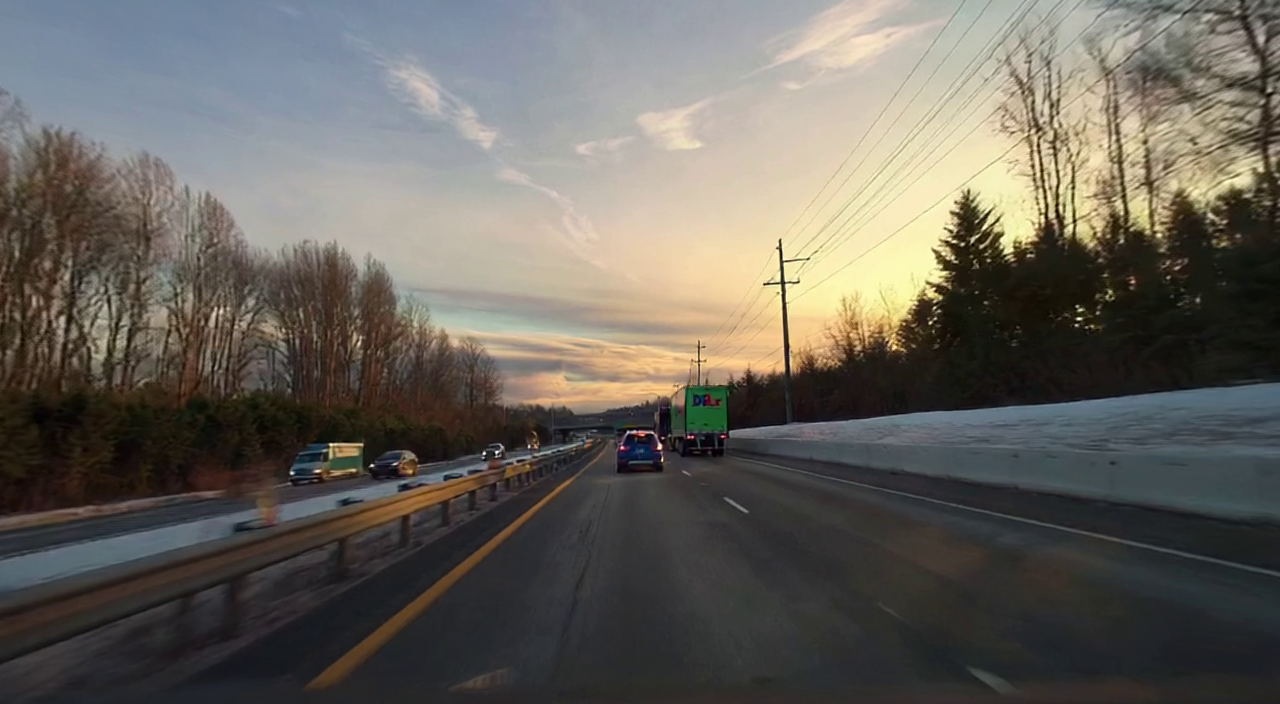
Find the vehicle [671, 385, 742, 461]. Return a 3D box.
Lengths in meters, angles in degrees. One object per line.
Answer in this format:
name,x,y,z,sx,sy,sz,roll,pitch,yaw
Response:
vehicle,3.607,4.201,36.526,2.835,3.872,8.916,0,-8,-2

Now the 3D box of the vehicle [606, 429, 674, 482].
vehicle,-0.058,3.384,20.953,2.062,1.581,3.914,0,-8,-2

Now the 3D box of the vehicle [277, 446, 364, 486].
vehicle,-17.875,6.356,35.532,2.260,2.015,5.352,0,-8,-2
